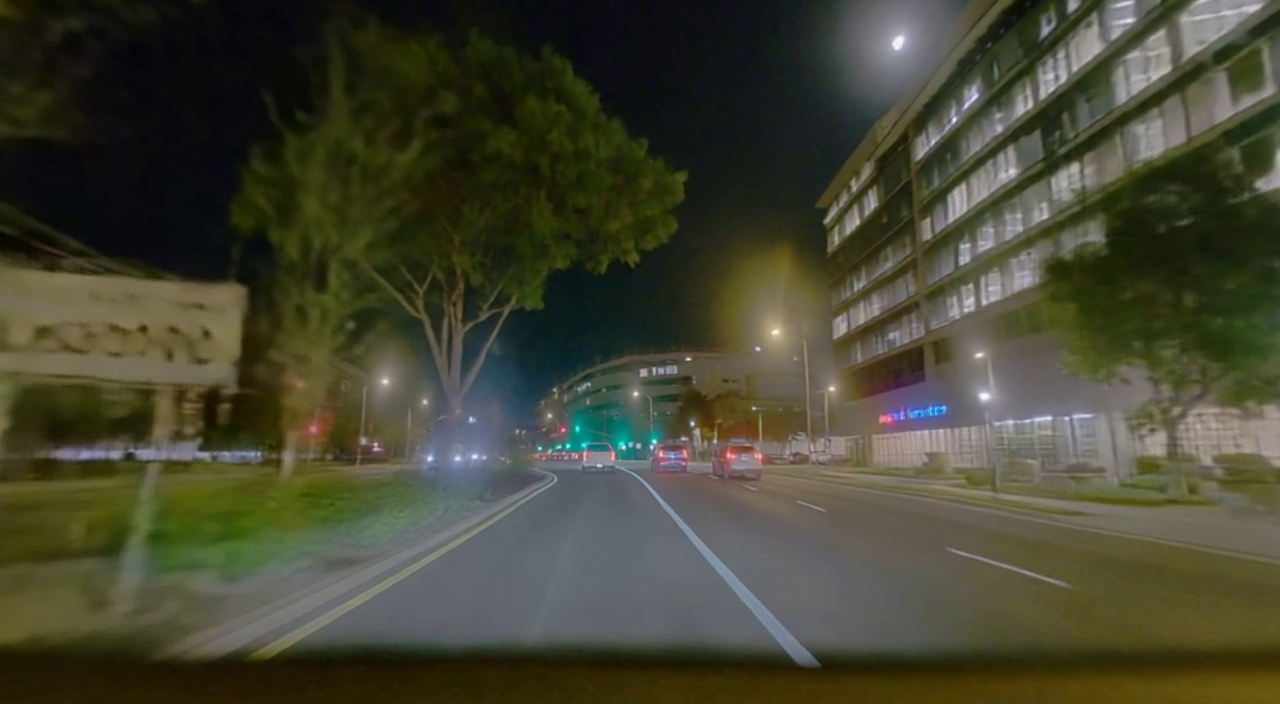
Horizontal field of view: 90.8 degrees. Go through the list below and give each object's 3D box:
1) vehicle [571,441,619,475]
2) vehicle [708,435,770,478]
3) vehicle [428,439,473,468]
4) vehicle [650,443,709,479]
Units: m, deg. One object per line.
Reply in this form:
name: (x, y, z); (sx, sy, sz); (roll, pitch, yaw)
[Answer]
vehicle: (-2.139, 4.977, 29.831); (2.101, 1.444, 4.248); (1, -9, -4)
vehicle: (5.027, 5.373, 32.711); (2.052, 1.990, 4.736); (1, -9, -5)
vehicle: (-13.034, 7.024, 43.734); (2.166, 1.867, 4.459); (1, -9, -6)
vehicle: (1.662, 4.809, 28.168); (1.993, 1.477, 4.240); (1, -9, -5)
